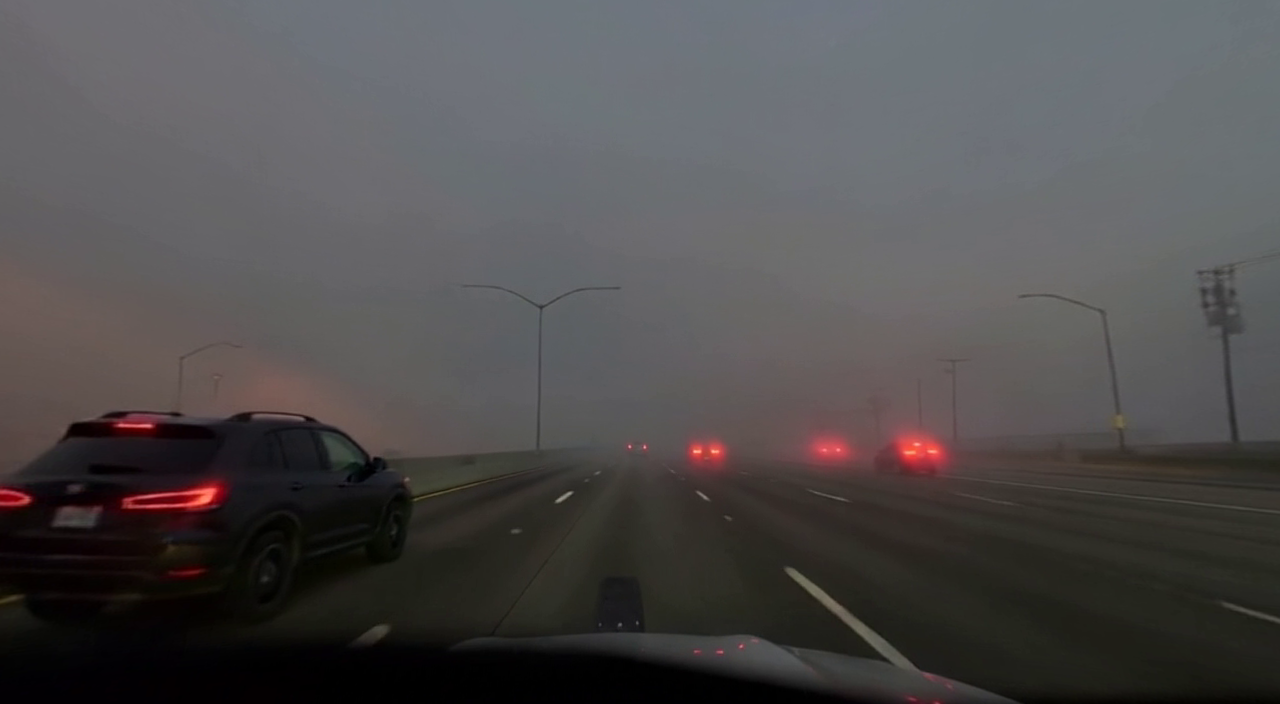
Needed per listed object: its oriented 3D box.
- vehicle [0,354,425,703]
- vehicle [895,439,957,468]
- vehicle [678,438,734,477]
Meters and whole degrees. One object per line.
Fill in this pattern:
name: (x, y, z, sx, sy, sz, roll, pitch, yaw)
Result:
vehicle: (-3.563, 1.187, 5.011, 2.099, 1.682, 4.590, 0, -9, 0)
vehicle: (18.606, 6.642, 41.370, 2.070, 1.782, 5.006, -1, -9, 4)
vehicle: (2.892, 4.735, 28.573, 1.997, 1.638, 4.281, 0, -9, -1)
